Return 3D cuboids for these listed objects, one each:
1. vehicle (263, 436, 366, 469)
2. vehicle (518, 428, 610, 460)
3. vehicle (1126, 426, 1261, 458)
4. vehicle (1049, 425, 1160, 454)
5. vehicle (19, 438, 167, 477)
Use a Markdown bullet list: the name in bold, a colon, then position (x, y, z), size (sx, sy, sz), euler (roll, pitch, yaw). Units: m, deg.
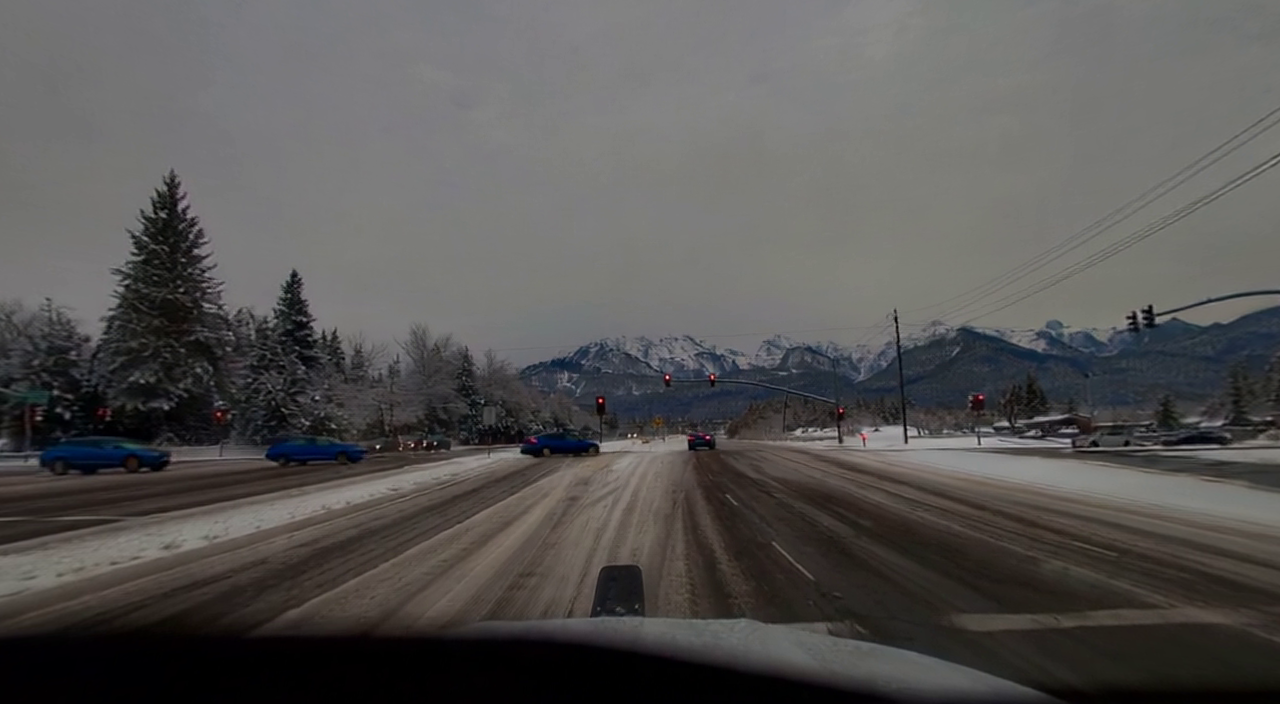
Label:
- **vehicle**: position (-16.361, 5.087, 31.977), size (4.218, 1.542, 2.044), euler (2, -9, -15)
- **vehicle**: position (-4.605, 5.678, 38.780), size (5.228, 1.805, 2.246), euler (7, -11, -38)
- **vehicle**: position (27.303, 4.454, 31.271), size (4.778, 1.495, 1.959), euler (0, -9, 0)
- **vehicle**: position (28.350, 5.380, 38.696), size (5.100, 1.680, 2.055), euler (0, -9, 1)
- **vehicle**: position (-25.722, 4.972, 29.904), size (4.812, 1.735, 2.105), euler (1, -9, -6)
